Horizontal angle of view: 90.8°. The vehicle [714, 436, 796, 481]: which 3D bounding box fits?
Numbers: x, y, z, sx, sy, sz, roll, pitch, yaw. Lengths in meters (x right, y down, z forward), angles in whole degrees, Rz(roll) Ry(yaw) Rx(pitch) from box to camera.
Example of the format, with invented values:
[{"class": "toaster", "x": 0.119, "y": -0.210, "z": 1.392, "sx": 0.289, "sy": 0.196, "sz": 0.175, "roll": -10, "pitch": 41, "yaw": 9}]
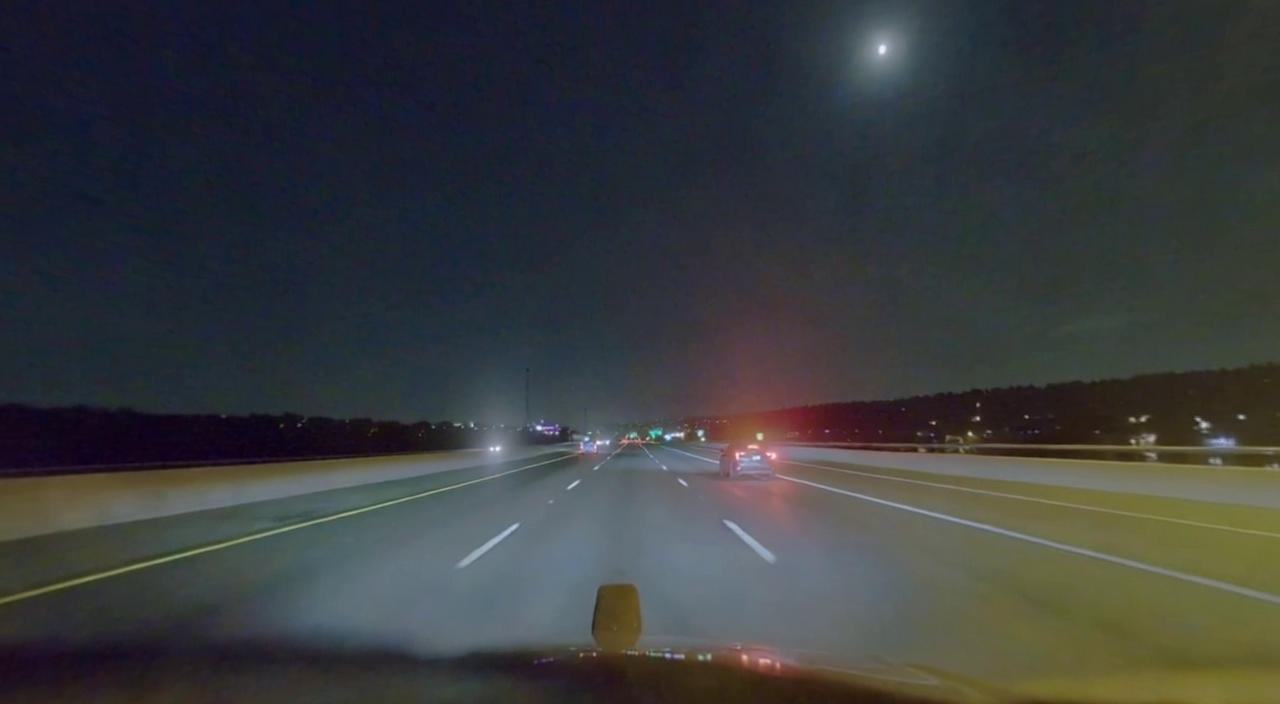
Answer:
[{"class": "vehicle", "x": 4.076, "y": 3.867, "z": 23.157, "sx": 2.060, "sy": 1.485, "sz": 4.274, "roll": 0, "pitch": -9, "yaw": -2}]
